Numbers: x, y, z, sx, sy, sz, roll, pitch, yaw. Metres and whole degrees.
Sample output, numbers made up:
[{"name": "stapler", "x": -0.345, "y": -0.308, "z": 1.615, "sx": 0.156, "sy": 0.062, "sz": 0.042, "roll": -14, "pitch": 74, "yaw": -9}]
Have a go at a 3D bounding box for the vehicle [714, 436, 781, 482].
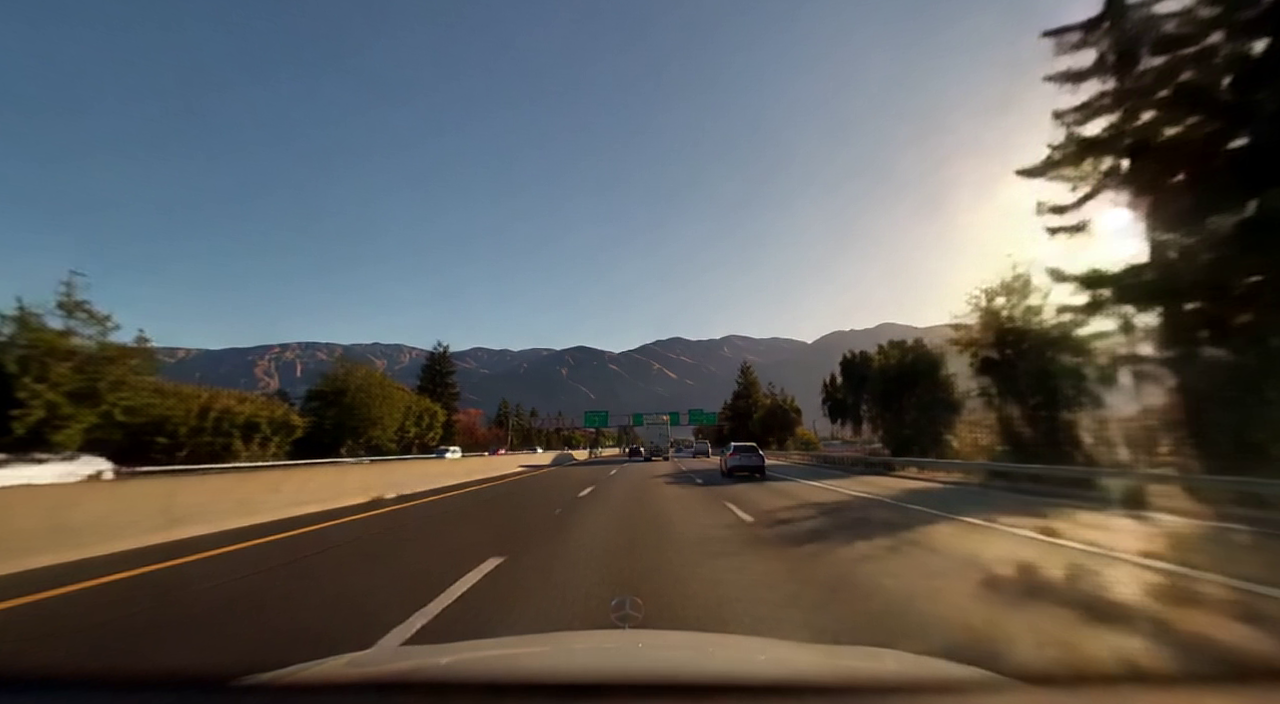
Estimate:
[{"name": "vehicle", "x": 4.110, "y": 4.139, "z": 24.724, "sx": 1.880, "sy": 1.624, "sz": 3.941, "roll": 0, "pitch": -9, "yaw": 0}]
